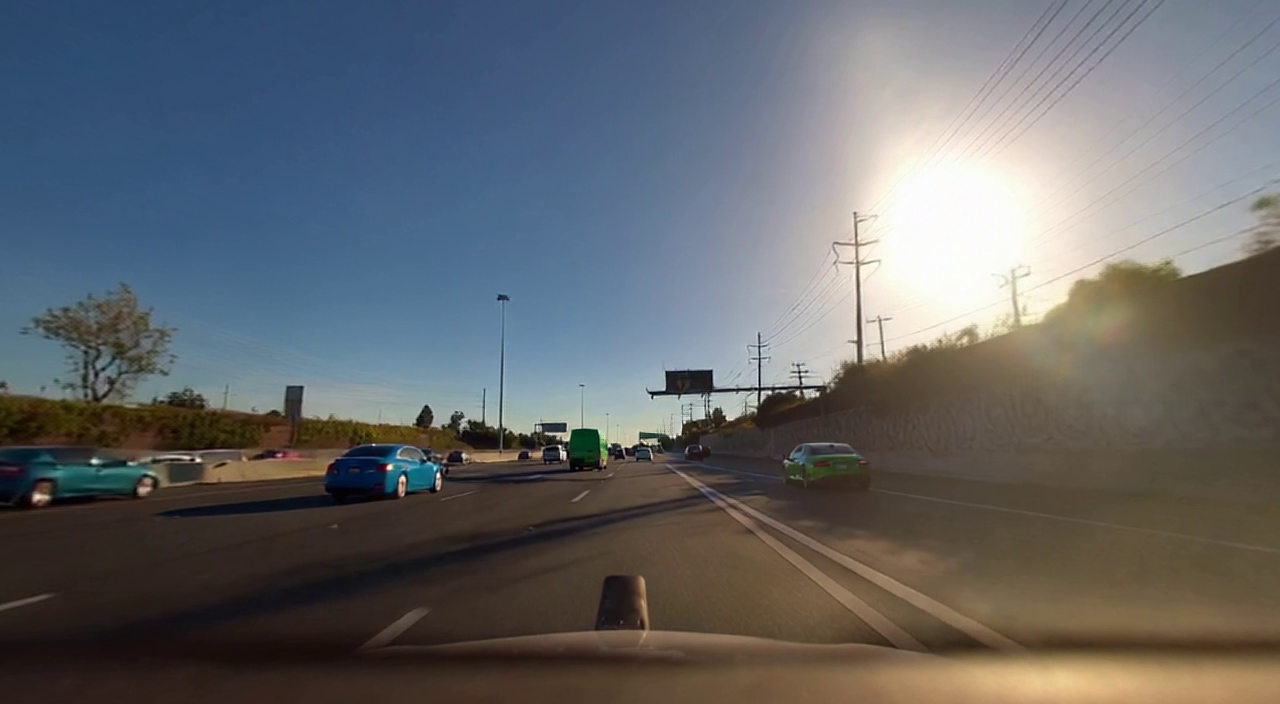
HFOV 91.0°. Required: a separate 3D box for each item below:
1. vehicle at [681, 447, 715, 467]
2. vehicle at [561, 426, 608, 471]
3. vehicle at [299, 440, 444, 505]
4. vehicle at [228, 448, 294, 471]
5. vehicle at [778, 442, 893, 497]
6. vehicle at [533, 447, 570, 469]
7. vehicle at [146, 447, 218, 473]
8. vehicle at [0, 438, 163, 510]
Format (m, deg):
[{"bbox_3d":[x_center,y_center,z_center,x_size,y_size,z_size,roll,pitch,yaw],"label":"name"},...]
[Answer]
[{"bbox_3d":[4.425,8.033,48.364,2.095,1.504,4.536,0,-9,-1],"label":"vehicle"},{"bbox_3d":[-3.454,6.205,40.529,2.395,2.660,5.827,0,-9,1],"label":"vehicle"},{"bbox_3d":[-7.107,3.209,17.275,1.967,1.525,4.458,0,-9,1],"label":"vehicle"},{"bbox_3d":[-29.089,8.242,48.544,2.070,1.690,4.801,0,-9,1],"label":"vehicle"},{"bbox_3d":[5.846,3.547,19.461,2.052,1.470,4.364,0,-9,-2],"label":"vehicle"},{"bbox_3d":[-6.387,7.662,45.874,1.944,1.490,4.442,0,-9,1],"label":"vehicle"},{"bbox_3d":[-32.923,7.773,45.423,2.039,1.759,4.072,0,-9,2],"label":"vehicle"},{"bbox_3d":[-14.922,2.970,15.714,2.039,1.538,5.037,0,-9,1],"label":"vehicle"}]
